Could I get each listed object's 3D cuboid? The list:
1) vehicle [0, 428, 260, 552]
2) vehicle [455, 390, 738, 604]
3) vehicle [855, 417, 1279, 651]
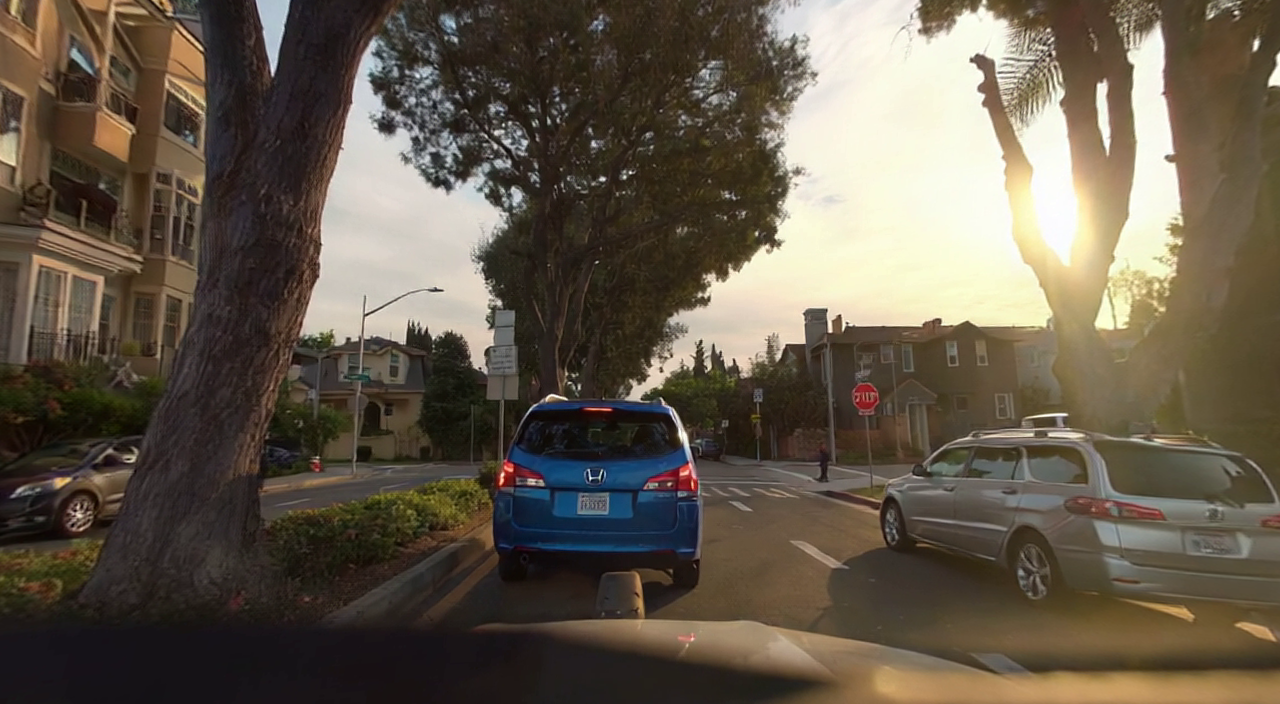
[{"bbox_3d":[-8.291,2.021,10.051,1.825,1.532,4.083,-3,-7,2],"label":"vehicle"},{"bbox_3d":[-0.386,1.566,7.711,2.377,1.787,4.652,0,-8,-1],"label":"vehicle"},{"bbox_3d":[4.219,1.679,6.903,1.959,1.581,4.731,4,-9,-2],"label":"vehicle"}]
